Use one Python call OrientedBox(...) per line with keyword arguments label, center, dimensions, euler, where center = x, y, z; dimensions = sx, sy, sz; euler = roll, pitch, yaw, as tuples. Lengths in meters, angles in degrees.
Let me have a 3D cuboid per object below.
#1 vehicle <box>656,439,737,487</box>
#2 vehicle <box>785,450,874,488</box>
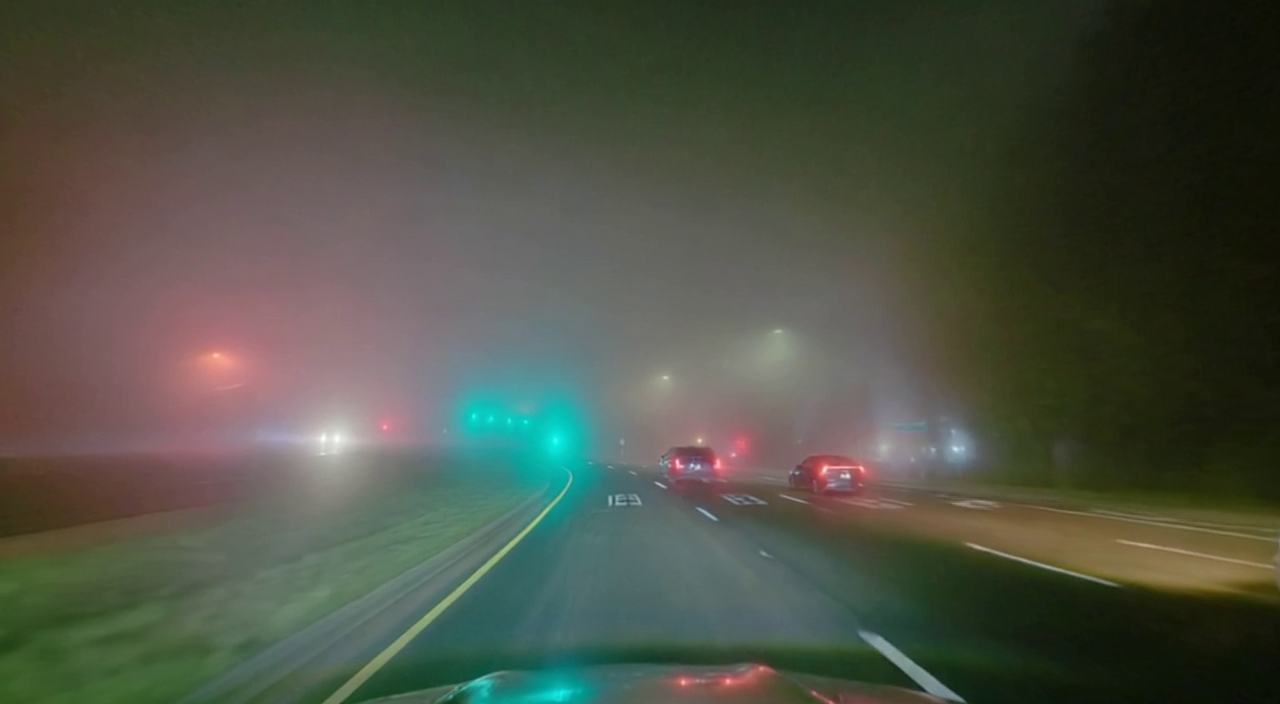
OrientedBox(label="vehicle", center=(2.017, 4.183, 24.131), dimensions=(2.122, 1.646, 4.525), euler=(1, -8, -7))
OrientedBox(label="vehicle", center=(8.158, 5.052, 27.712), dimensions=(1.940, 1.460, 4.652), euler=(1, -8, -8))
